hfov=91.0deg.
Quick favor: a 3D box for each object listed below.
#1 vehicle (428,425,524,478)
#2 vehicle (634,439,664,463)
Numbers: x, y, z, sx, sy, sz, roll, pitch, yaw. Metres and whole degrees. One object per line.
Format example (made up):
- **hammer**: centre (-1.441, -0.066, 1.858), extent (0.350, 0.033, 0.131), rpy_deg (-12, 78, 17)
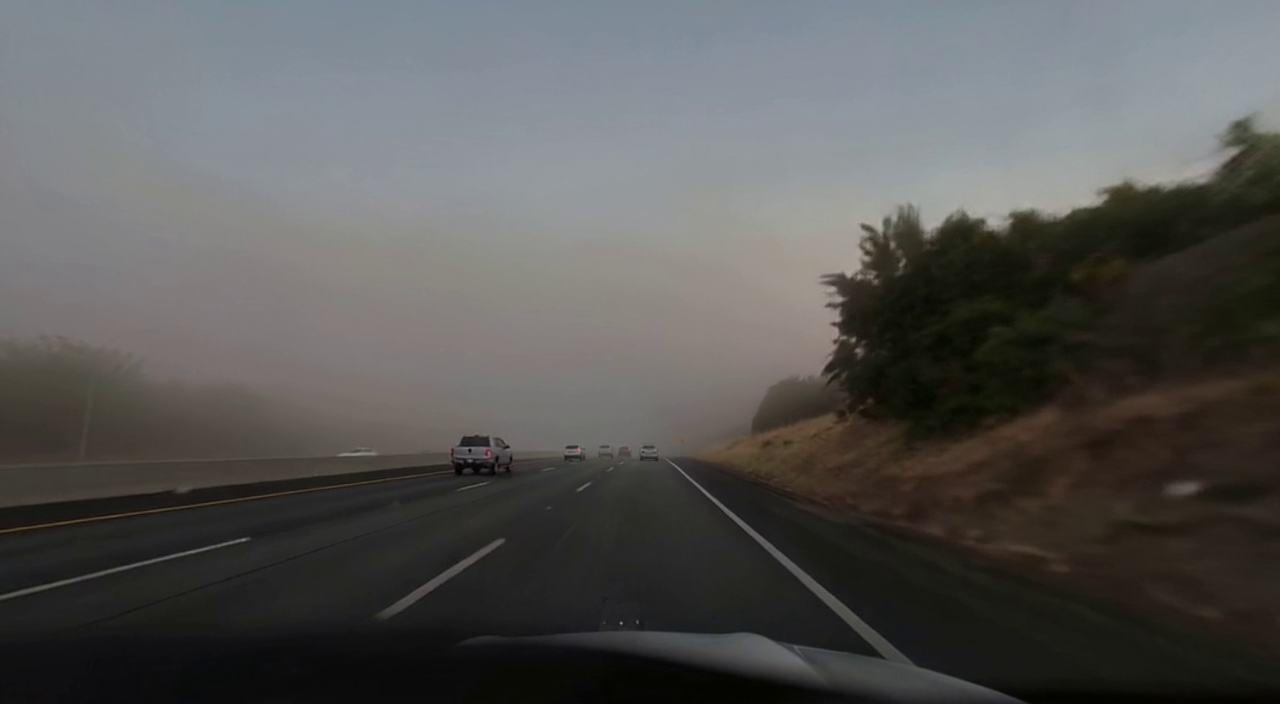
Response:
- **vehicle**: centre (-6.658, 4.143, 26.381), extent (2.438, 1.967, 5.596), rpy_deg (0, -8, 1)
- **vehicle**: centre (0.693, 7.416, 47.222), extent (2.141, 1.706, 4.065), rpy_deg (0, -8, 1)
